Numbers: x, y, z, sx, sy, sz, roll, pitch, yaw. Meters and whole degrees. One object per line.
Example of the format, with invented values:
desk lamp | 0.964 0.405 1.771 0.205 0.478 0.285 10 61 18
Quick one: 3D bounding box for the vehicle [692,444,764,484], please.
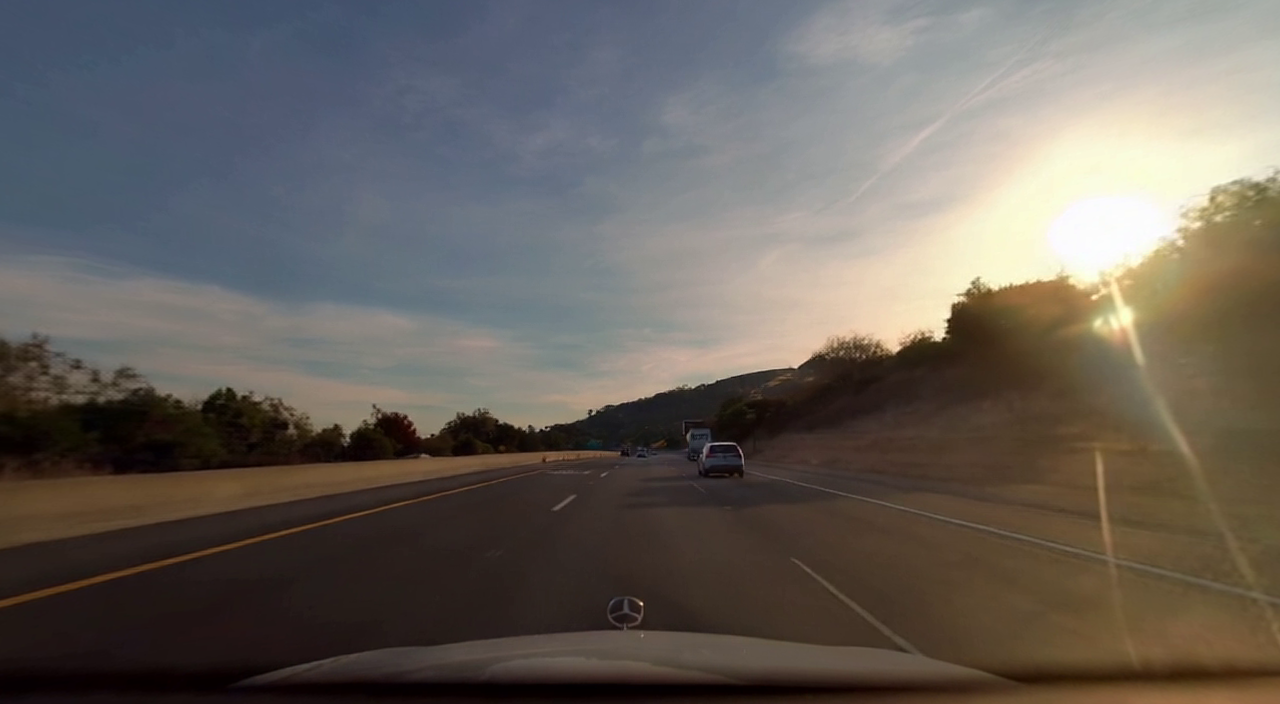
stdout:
vehicle | 3.430 4.470 25.580 2.193 1.462 4.533 0 -8 -1
